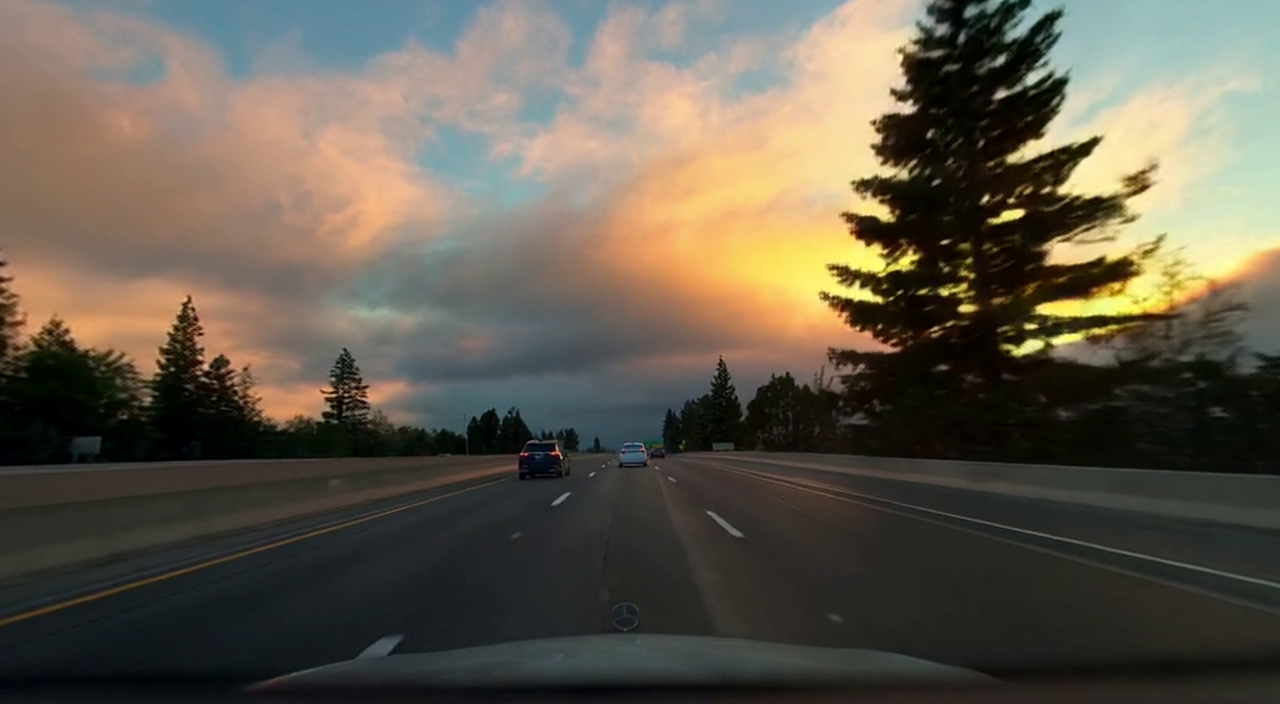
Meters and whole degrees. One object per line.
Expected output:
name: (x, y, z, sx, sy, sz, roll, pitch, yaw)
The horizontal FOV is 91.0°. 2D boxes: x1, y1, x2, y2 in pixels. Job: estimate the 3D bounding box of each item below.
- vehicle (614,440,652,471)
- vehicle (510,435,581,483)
vehicle: (-0.421, 6.096, 37.239, 2.130, 1.684, 3.826, 0, -8, -1)
vehicle: (-3.745, 4.324, 25.776, 2.130, 1.741, 4.665, 0, -8, 1)
